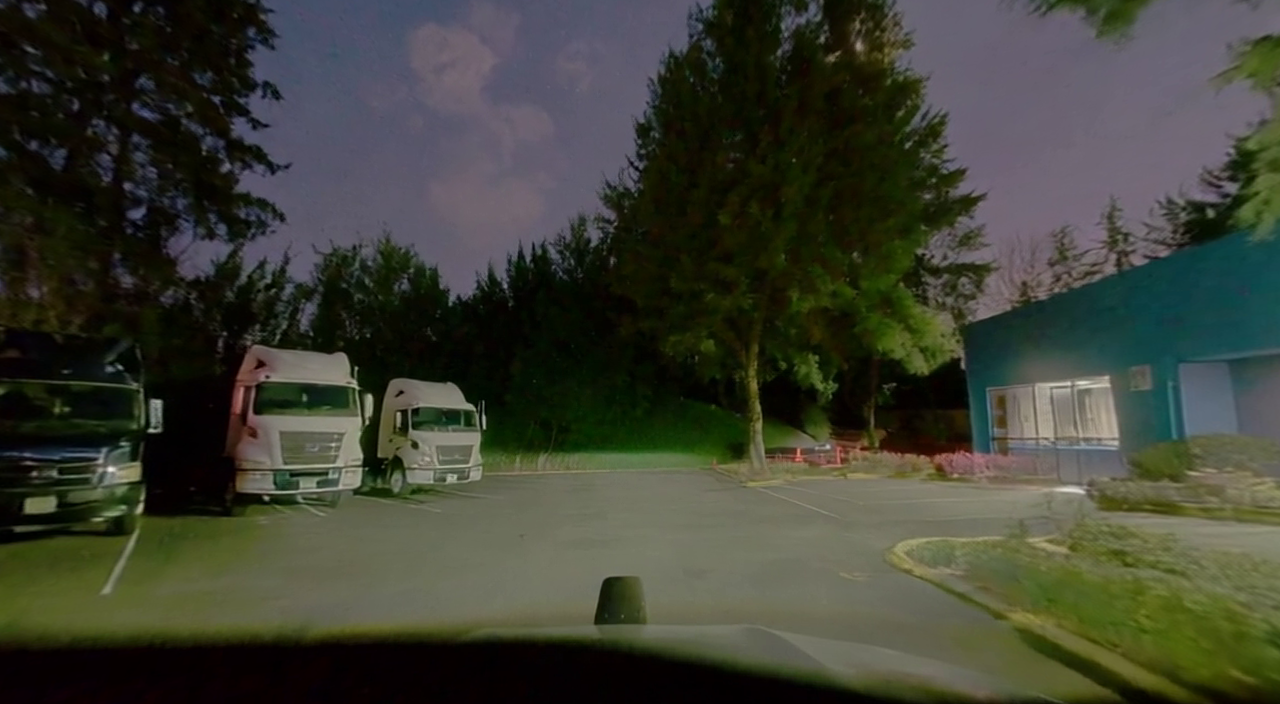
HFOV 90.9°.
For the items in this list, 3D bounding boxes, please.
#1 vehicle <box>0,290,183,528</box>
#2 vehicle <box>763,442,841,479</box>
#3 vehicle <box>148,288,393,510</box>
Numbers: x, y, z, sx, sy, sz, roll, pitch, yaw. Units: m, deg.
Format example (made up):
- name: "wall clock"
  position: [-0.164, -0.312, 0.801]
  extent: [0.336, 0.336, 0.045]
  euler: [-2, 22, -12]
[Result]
- name: "vehicle"
  position: [-13.753, 1.658, 15.058]
  extent: [3.038, 3.871, 11.512]
  euler: [8, -12, -41]
- name: "vehicle"
  position: [7.235, 4.808, 28.077]
  extent: [1.809, 1.506, 3.473]
  euler: [-9, -12, 44]
- name: "vehicle"
  position: [-10.509, 1.652, 16.880]
  extent: [2.948, 4.069, 11.906]
  euler: [8, -12, -42]
